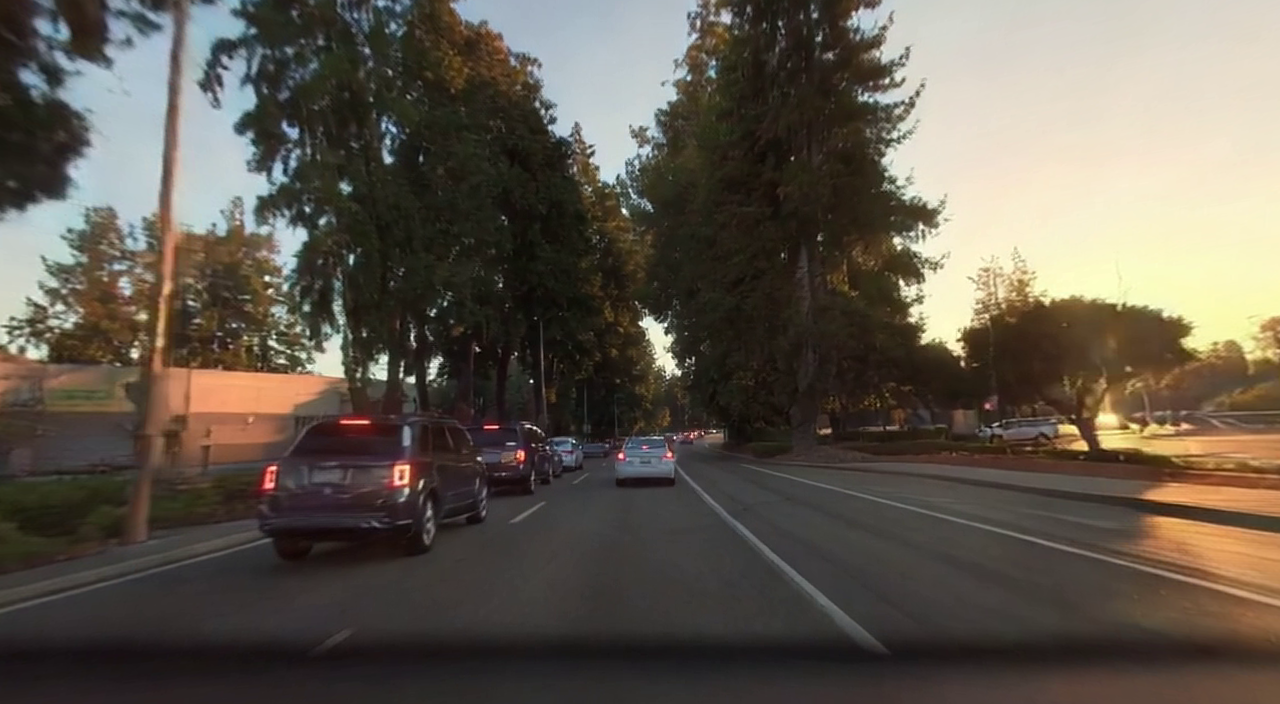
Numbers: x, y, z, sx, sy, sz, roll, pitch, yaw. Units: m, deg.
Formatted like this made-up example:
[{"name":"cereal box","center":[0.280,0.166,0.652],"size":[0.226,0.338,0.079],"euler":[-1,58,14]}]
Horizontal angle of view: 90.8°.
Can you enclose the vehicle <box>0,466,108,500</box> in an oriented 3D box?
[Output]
[{"name":"vehicle","center":[-27.610,6.013,29.093],"size":[4.300,1.427,1.877],"euler":[1,-9,-8]}]

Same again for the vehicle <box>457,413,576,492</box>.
[{"name":"vehicle","center":[-3.389,2.950,18.748],"size":[2.301,1.985,5.531],"euler":[0,-8,1]}]

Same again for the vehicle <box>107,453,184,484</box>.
[{"name":"vehicle","center":[-33.997,7.994,43.617],"size":[2.146,1.907,4.954],"euler":[2,-9,-12]}]

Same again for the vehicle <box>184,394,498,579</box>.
[{"name":"vehicle","center":[-3.338,1.595,8.225],"size":[2.046,1.751,4.208],"euler":[0,-8,-1]}]

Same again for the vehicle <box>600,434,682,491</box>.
[{"name":"vehicle","center":[-0.019,3.168,18.448],"size":[2.126,1.475,3.967],"euler":[0,-8,-1]}]
